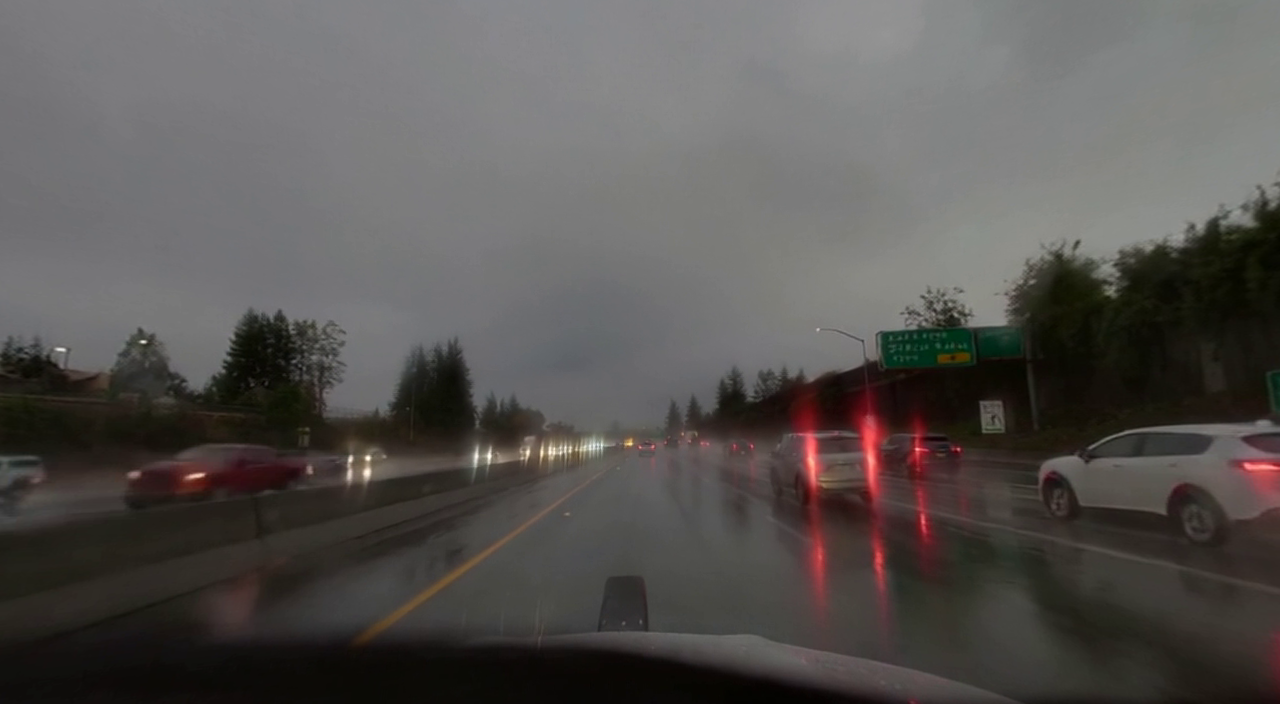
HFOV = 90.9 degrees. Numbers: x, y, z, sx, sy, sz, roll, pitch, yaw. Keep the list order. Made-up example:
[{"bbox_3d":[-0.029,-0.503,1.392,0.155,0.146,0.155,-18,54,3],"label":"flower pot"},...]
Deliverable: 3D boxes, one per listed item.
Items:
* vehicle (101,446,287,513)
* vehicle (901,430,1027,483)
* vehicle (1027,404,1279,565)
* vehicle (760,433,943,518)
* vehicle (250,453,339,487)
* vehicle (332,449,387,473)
[{"bbox_3d":[-12.934,3.664,18.801,2.123,1.698,4.656,0,-8,0],"label":"vehicle"},{"bbox_3d":[11.508,3.735,22.868,1.954,1.685,4.935,0,-8,0],"label":"vehicle"},{"bbox_3d":[7.761,1.691,8.689,1.966,1.686,4.532,0,-8,0],"label":"vehicle"},{"bbox_3d":[4.261,2.577,13.845,2.223,1.483,5.075,0,-8,0],"label":"vehicle"},{"bbox_3d":[-16.926,5.798,31.207,1.854,1.465,4.484,0,-8,0],"label":"vehicle"},{"bbox_3d":[-21.483,8.338,48.542,2.117,1.716,4.533,0,-8,0],"label":"vehicle"}]
